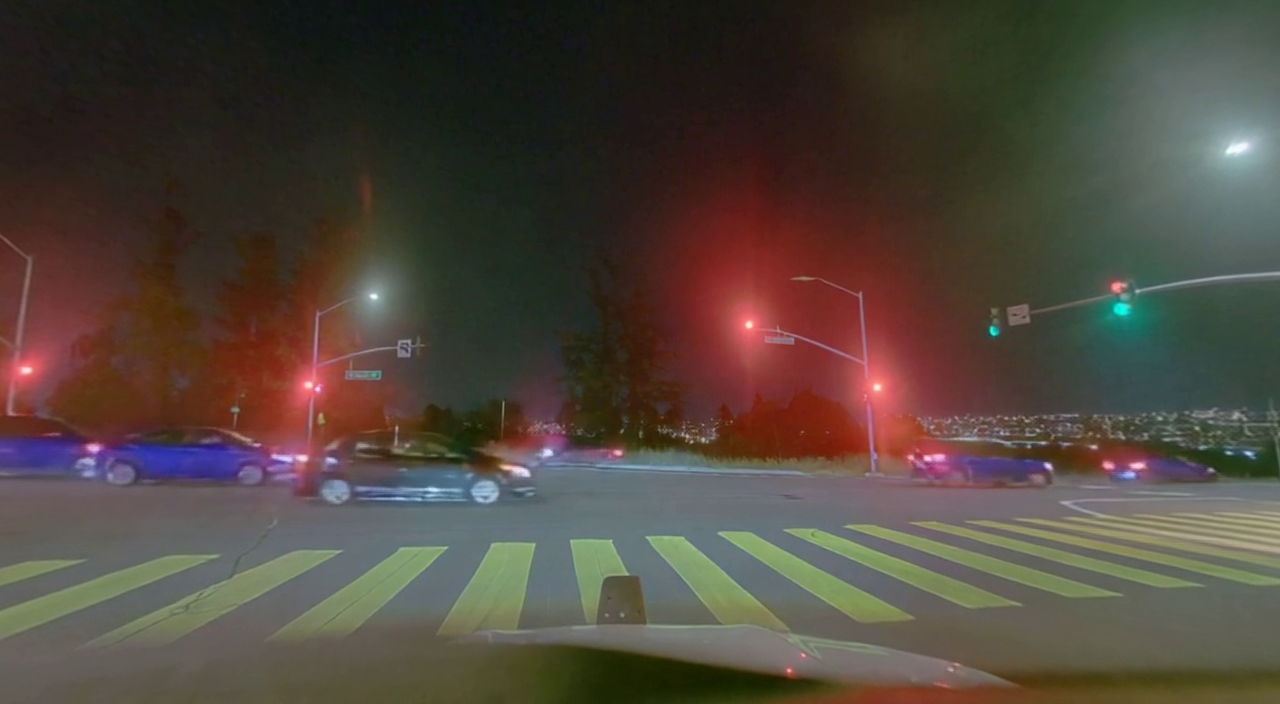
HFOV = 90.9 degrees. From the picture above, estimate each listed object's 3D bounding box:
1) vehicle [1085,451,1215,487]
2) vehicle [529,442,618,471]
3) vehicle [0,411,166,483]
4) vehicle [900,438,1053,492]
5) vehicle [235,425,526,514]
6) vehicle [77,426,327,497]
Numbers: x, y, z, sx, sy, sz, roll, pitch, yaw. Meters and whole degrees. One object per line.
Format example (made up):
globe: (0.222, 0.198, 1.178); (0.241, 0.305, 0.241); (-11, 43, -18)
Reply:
vehicle: (23.399, 5.340, 28.953); (5.203, 1.488, 1.907); (2, -9, -17)
vehicle: (-3.571, 5.547, 33.777); (4.431, 1.464, 1.812); (3, -9, -19)
vehicle: (-16.023, 2.545, 16.975); (4.708, 1.810, 1.986); (3, -9, -19)
vehicle: (11.673, 3.864, 21.942); (4.626, 1.710, 1.891); (2, -9, -17)
vehicle: (-4.891, 2.264, 12.565); (4.952, 1.511, 1.855); (2, -9, -17)
vehicle: (-10.145, 2.562, 15.079); (4.475, 1.496, 1.861); (3, -9, -18)
